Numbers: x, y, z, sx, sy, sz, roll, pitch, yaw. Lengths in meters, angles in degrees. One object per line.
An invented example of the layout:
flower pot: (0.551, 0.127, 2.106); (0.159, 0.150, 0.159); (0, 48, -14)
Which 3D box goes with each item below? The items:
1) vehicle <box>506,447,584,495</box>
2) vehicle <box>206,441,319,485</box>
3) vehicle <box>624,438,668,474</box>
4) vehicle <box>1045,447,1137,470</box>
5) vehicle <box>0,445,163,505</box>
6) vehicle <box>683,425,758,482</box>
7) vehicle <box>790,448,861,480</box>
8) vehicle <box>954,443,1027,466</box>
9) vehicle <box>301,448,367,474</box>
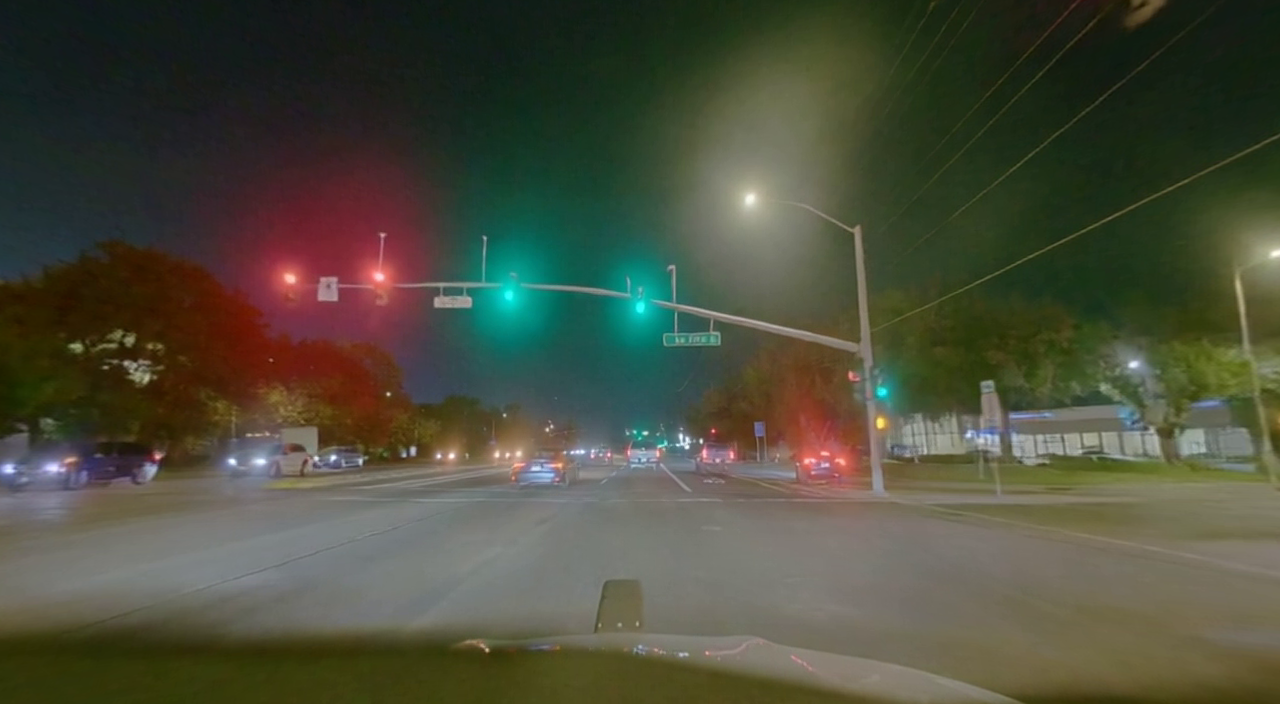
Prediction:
vehicle: (-3.185, 4.088, 22.142); (1.939, 1.494, 4.499); (0, -9, 1)
vehicle: (-17.699, 5.211, 30.004); (2.000, 1.894, 5.301); (0, -9, 1)
vehicle: (0.388, 6.591, 40.313); (2.643, 2.145, 5.585); (0, -9, 1)
vehicle: (30.757, 7.236, 43.214); (1.868, 1.447, 4.690); (5, -10, -29)
vehicle: (-18.173, 3.868, 20.358); (1.958, 1.683, 4.559); (0, -9, 1)
vehicle: (3.975, 5.238, 32.883); (2.905, 2.636, 6.895); (0, -9, -1)
vehicle: (10.421, 6.303, 35.845); (2.010, 1.633, 4.246); (2, -9, -12)
vehicle: (27.489, 8.063, 49.722); (2.012, 1.701, 4.524); (5, -10, -31)
vehicle: (-20.812, 7.434, 43.205); (2.129, 1.668, 4.614); (-1, -9, 1)
